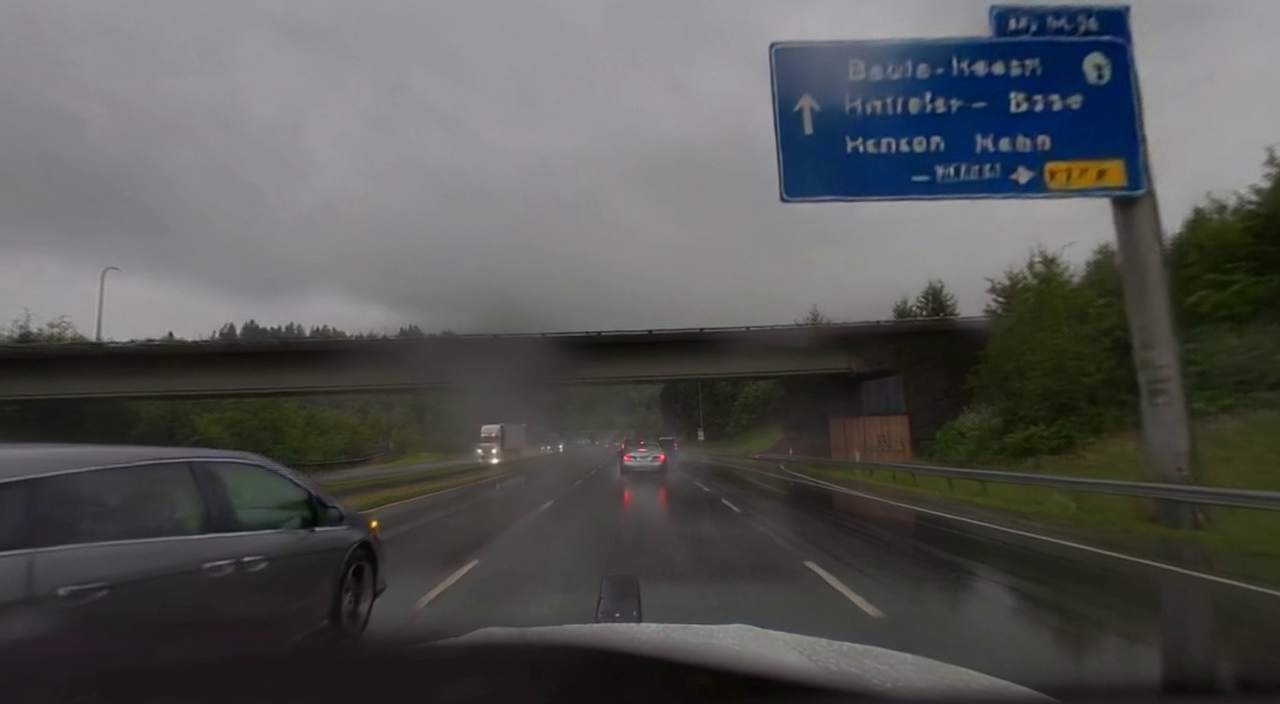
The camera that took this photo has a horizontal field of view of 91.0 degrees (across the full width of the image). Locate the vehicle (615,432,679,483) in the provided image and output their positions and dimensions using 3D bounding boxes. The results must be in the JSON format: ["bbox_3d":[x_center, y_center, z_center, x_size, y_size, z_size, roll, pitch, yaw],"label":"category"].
[{"bbox_3d":[0.162,3.763,22.687,2.092,1.636,4.024,0,-8,-2],"label":"vehicle"}]
